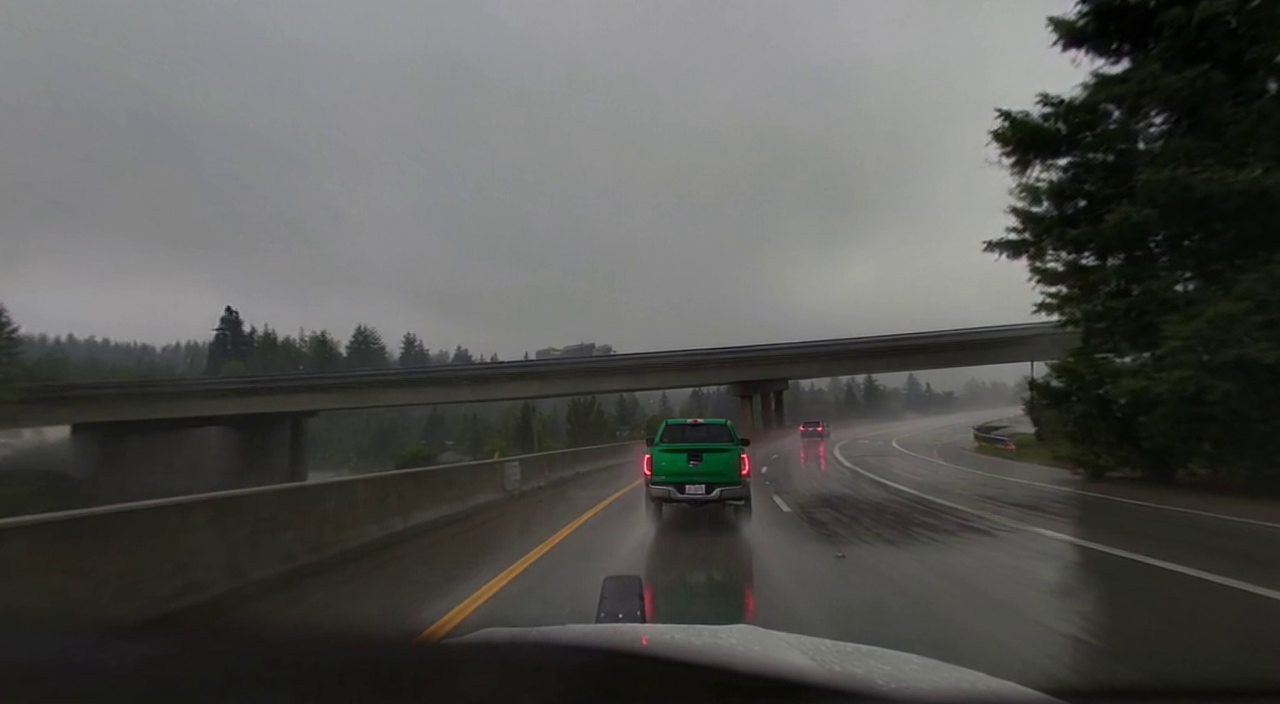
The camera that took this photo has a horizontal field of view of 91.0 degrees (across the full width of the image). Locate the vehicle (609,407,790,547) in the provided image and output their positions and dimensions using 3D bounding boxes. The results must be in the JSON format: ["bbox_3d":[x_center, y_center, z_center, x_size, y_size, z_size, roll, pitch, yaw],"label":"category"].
[{"bbox_3d":[0.923,1.892,10.140,2.235,1.716,4.435,-1,-9,5],"label":"vehicle"}]
